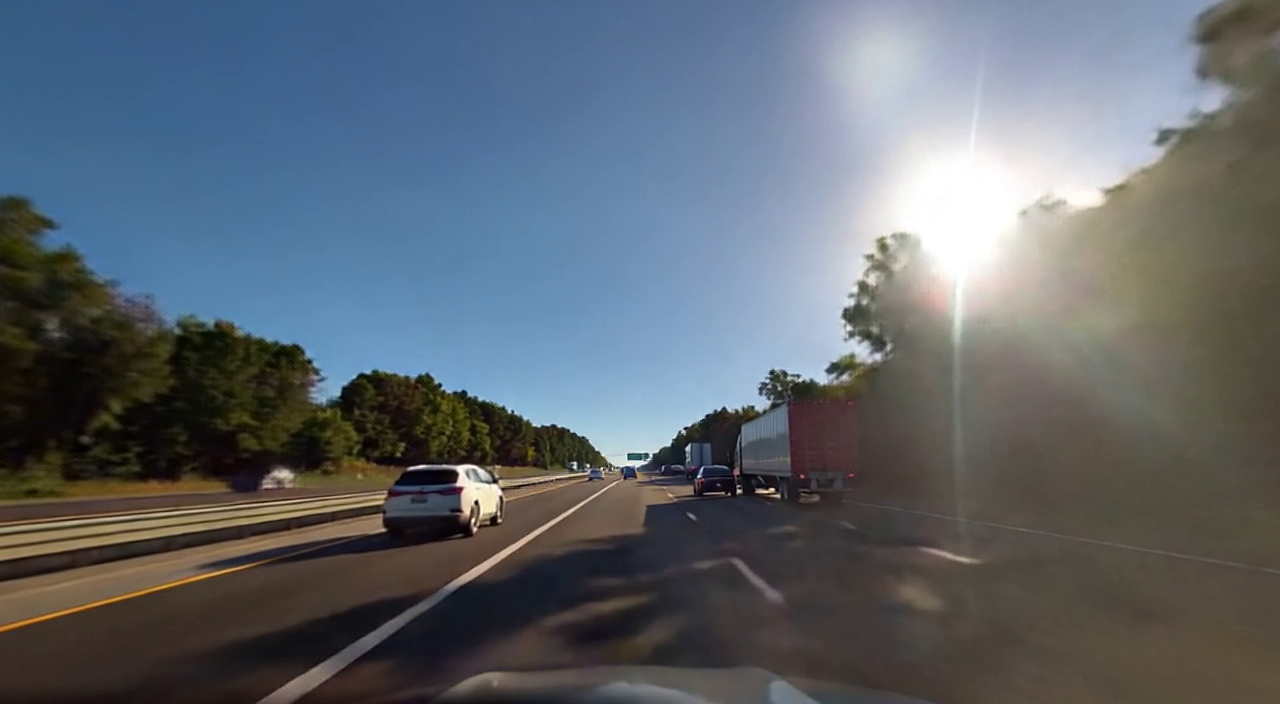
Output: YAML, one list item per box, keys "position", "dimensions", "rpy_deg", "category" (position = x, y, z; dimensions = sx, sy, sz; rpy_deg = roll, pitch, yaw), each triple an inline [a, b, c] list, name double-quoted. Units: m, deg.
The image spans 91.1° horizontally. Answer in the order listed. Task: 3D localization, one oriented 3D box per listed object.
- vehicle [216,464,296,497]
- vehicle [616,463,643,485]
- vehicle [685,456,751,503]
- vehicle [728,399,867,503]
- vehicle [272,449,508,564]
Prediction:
- position: [-19.209, 6.436, 31.621]
  dimensions: [1.738, 1.489, 3.511]
  rpy_deg: [1, -10, 0]
  category: "vehicle"
- position: [-0.787, 9.561, 49.368]
  dimensions: [2.025, 1.547, 4.150]
  rpy_deg: [1, -10, 0]
  category: "vehicle"
- position: [3.074, 5.177, 25.738]
  dimensions: [2.050, 1.708, 4.457]
  rpy_deg: [1, -10, -2]
  category: "vehicle"
- position: [7.525, 5.518, 33.881]
  dimensions: [2.861, 4.086, 17.499]
  rpy_deg: [1, -10, 0]
  category: "vehicle"
- position: [-3.852, 2.493, 10.809]
  dimensions: [2.065, 1.485, 4.682]
  rpy_deg: [1, -10, 1]
  category: "vehicle"
